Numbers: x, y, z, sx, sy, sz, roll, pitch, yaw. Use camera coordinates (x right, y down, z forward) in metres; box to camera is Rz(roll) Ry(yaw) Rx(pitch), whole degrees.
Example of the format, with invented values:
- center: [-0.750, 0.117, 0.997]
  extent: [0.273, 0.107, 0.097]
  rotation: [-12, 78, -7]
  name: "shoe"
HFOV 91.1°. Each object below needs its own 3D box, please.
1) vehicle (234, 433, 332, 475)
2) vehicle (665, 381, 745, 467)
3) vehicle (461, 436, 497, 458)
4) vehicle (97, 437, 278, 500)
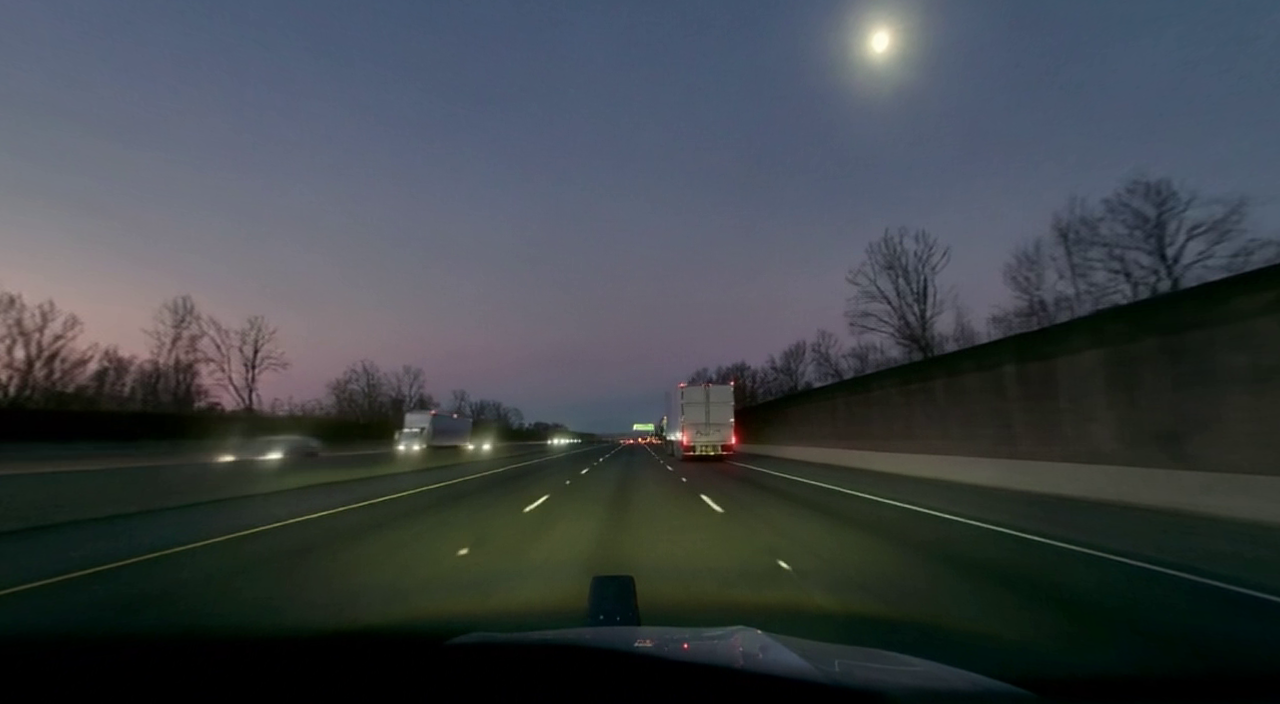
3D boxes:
- center: [-16.119, 4.601, 28.712]
  extent: [1.986, 1.711, 4.377]
  rotation: [0, -8, -2]
  name: "vehicle"
- center: [3.499, 4.518, 38.437]
  extent: [2.979, 4.161, 15.508]
  rotation: [1, -7, -1]
  name: "vehicle"
- center: [-12.377, 7.332, 48.533]
  extent: [1.825, 1.547, 3.994]
  rotation: [-2, -8, 0]
  name: "vehicle"
- center: [-12.088, 3.098, 17.245]
  extent: [1.847, 1.490, 4.234]
  rotation: [0, -8, -1]
  name: "vehicle"
